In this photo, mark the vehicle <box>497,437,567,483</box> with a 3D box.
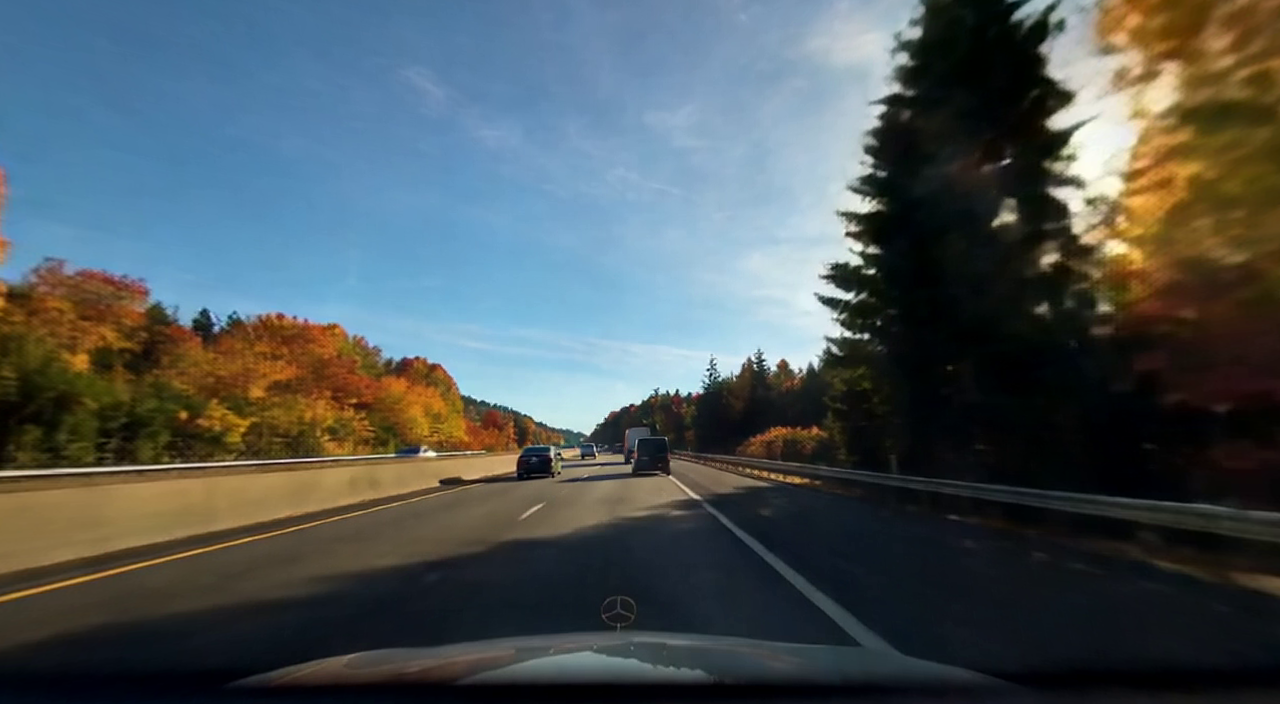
[{"bbox_3d":[-4.241,4.336,25.402,2.088,1.688,4.365,0,-9,0],"label":"vehicle"}]

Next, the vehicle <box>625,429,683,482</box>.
[{"bbox_3d":[0.474,4.235,25.780,2.179,1.930,4.538,0,-9,-1],"label":"vehicle"}]

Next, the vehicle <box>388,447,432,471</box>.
[{"bbox_3d":[-17.208,7.990,47.040,1.801,1.691,3.919,0,-9,1],"label":"vehicle"}]
